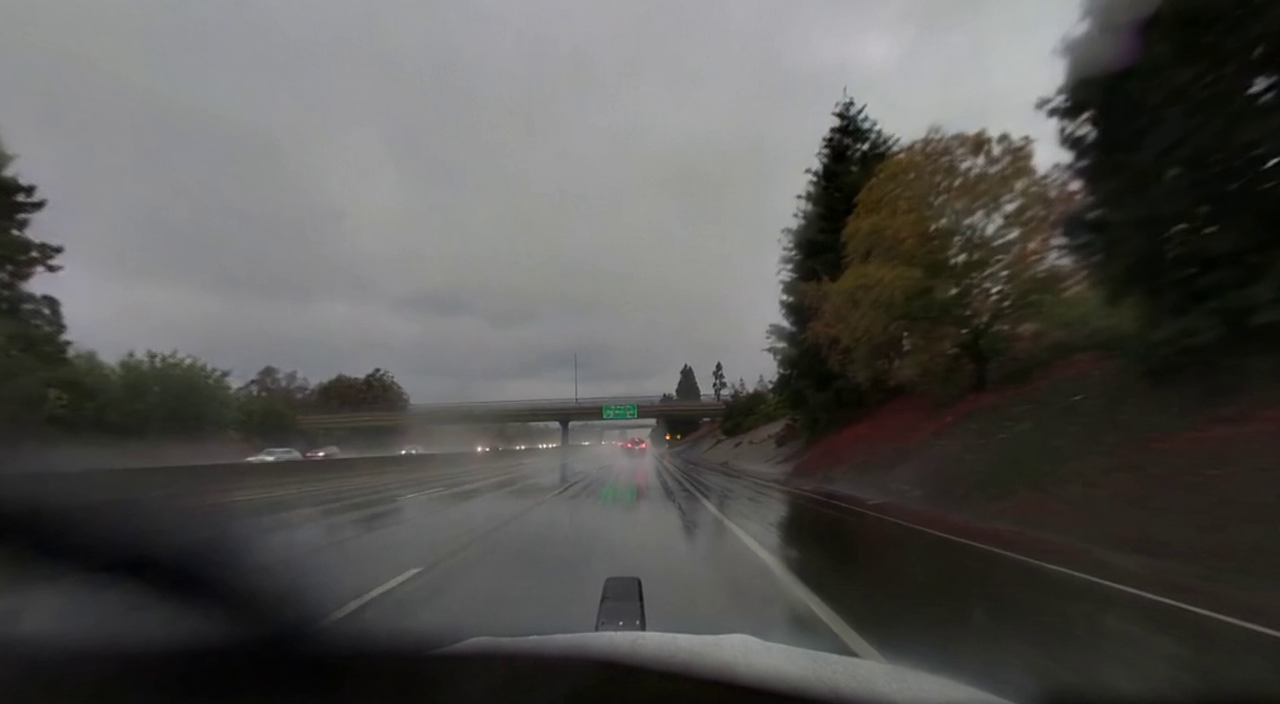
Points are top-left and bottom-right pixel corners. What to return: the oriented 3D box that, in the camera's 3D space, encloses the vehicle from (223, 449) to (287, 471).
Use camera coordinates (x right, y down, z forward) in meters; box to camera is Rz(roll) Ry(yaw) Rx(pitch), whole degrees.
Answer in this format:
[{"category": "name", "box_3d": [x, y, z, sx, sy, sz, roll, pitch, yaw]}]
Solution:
[{"category": "vehicle", "box_3d": [-28.504, 8.002, 46.838, 1.857, 1.518, 4.503, 0, -9, 1]}]
